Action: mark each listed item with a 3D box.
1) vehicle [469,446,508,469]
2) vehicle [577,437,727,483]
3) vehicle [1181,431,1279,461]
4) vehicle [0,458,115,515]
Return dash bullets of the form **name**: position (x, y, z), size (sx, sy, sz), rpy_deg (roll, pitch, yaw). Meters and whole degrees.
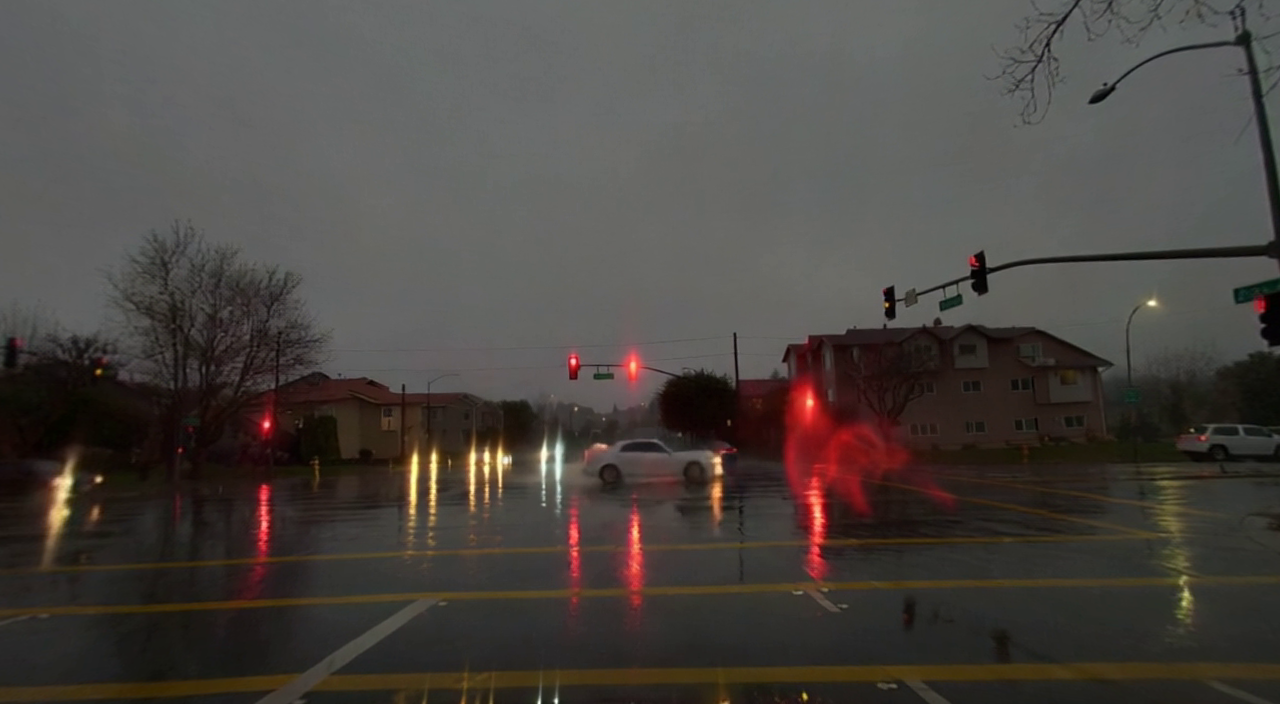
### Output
- **vehicle**: position (-10.708, 7.454, 44.766), size (1.881, 1.509, 3.377), rpy_deg (0, -9, 1)
- **vehicle**: position (0.380, 3.655, 21.453), size (4.823, 1.449, 2.017), rpy_deg (0, -9, 0)
- **vehicle**: position (31.311, 4.888, 33.020), size (4.318, 1.488, 1.870), rpy_deg (0, -9, -1)
- **vehicle**: position (-20.734, 4.475, 21.232), size (4.431, 1.739, 1.935), rpy_deg (-1, -9, 1)
